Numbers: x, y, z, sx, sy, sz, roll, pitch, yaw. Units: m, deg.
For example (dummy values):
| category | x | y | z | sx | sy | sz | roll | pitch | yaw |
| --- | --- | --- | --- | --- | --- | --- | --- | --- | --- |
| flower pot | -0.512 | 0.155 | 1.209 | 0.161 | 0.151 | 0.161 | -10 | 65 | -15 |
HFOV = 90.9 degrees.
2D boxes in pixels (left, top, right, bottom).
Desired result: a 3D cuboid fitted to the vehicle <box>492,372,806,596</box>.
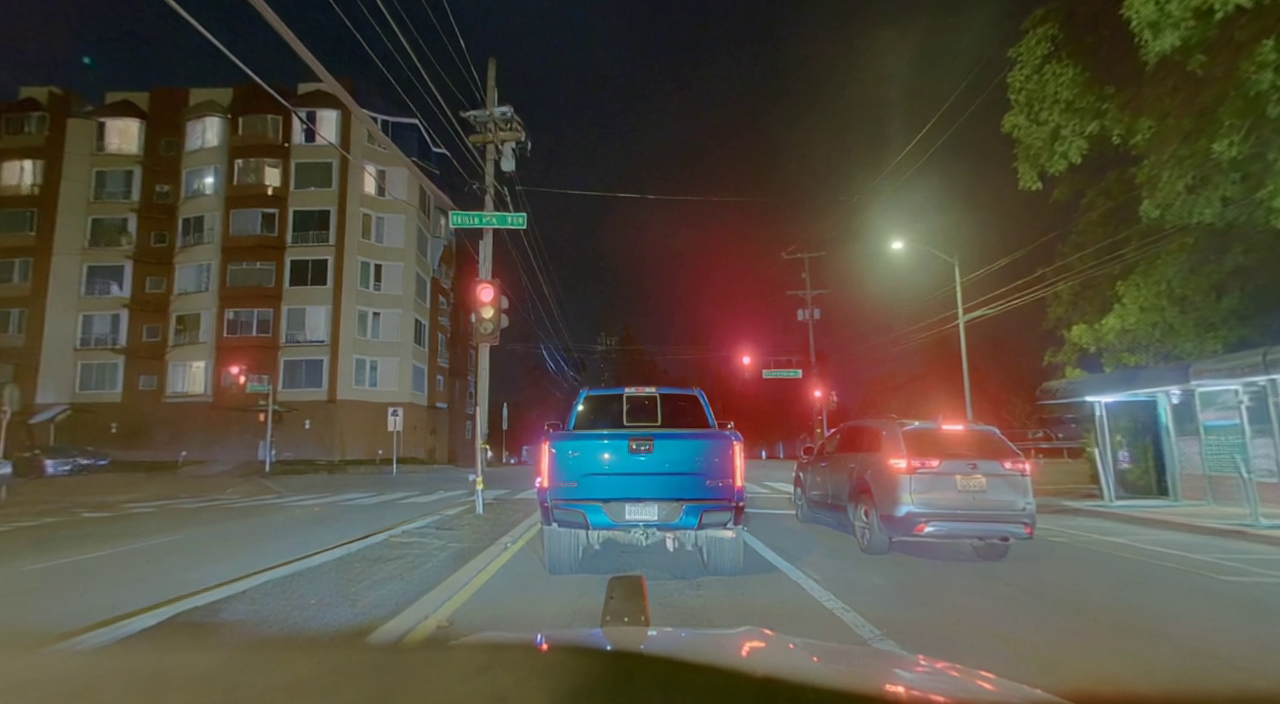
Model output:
| category | x | y | z | sx | sy | sz | roll | pitch | yaw |
| --- | --- | --- | --- | --- | --- | --- | --- | --- | --- |
| vehicle | 0.109 | 1.529 | 8.149 | 2.738 | 1.959 | 5.070 | 0 | -8 | 1 |

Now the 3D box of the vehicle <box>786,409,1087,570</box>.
| category | x | y | z | sx | sy | sz | roll | pitch | yaw |
| --- | --- | --- | --- | --- | --- | --- | --- | --- | --- |
| vehicle | 3.840 | 1.873 | 9.423 | 2.131 | 1.759 | 4.762 | 0 | -8 | 0 |

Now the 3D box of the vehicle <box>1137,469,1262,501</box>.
| category | x | y | z | sx | sy | sz | roll | pitch | yaw |
| --- | --- | --- | --- | --- | --- | --- | --- | --- | --- |
| vehicle | 26.406 | 6.279 | 29.842 | 4.071 | 1.388 | 1.884 | 0 | -8 | 1 |

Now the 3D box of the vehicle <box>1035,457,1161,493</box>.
| category | x | y | z | sx | sy | sz | roll | pitch | yaw |
| --- | --- | --- | --- | --- | --- | --- | --- | --- | --- |
| vehicle | 21.750 | 5.831 | 30.031 | 4.498 | 1.618 | 1.843 | 0 | -8 | 0 |

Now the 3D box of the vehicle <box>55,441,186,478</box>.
| category | x | y | z | sx | sy | sz | roll | pitch | yaw |
| --- | --- | --- | --- | --- | --- | --- | --- | --- | --- |
| vehicle | -24.874 | 5.168 | 30.300 | 4.563 | 1.692 | 1.778 | 0 | -8 | -2 |
